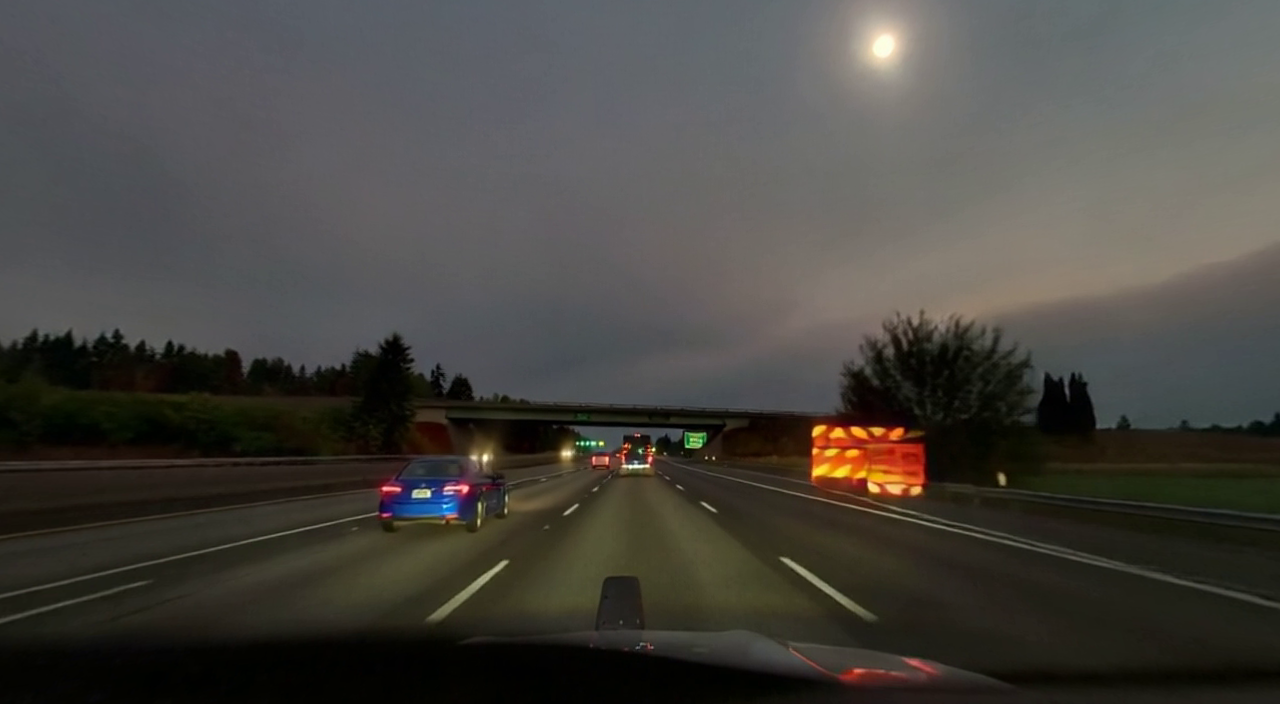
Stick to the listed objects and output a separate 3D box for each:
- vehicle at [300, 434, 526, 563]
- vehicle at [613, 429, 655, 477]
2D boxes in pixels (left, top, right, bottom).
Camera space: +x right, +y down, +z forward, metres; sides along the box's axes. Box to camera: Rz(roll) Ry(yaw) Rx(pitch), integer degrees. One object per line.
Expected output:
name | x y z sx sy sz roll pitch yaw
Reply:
vehicle | -3.317 2.220 10.315 2.088 1.643 4.215 0 -9 0
vehicle | -0.508 6.997 43.779 2.672 3.056 6.900 0 -9 -2
